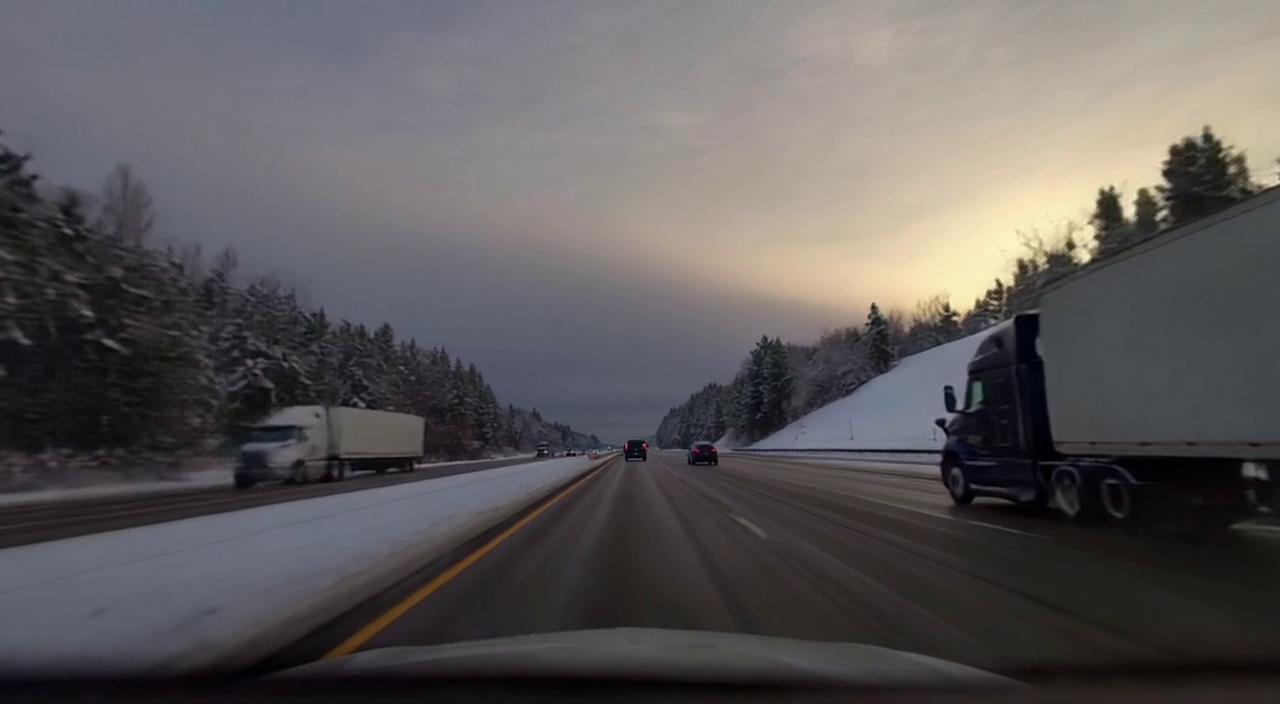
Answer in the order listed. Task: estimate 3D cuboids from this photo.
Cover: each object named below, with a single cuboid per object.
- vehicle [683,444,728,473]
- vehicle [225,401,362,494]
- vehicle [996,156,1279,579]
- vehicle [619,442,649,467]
[{"bbox_3d":[3.615,5.968,35.449,2.025,1.534,4.179,0,-9,-1],"label":"vehicle"},{"bbox_3d":[-16.717,4.697,30.961,3.194,4.043,6.006,0,-9,0],"label":"vehicle"},{"bbox_3d":[7.810,-0.243,3.633,3.044,4.073,14.016,0,-9,-1],"label":"vehicle"},{"bbox_3d":[-0.431,7.424,45.532,2.114,1.706,4.106,0,-9,-1],"label":"vehicle"}]
